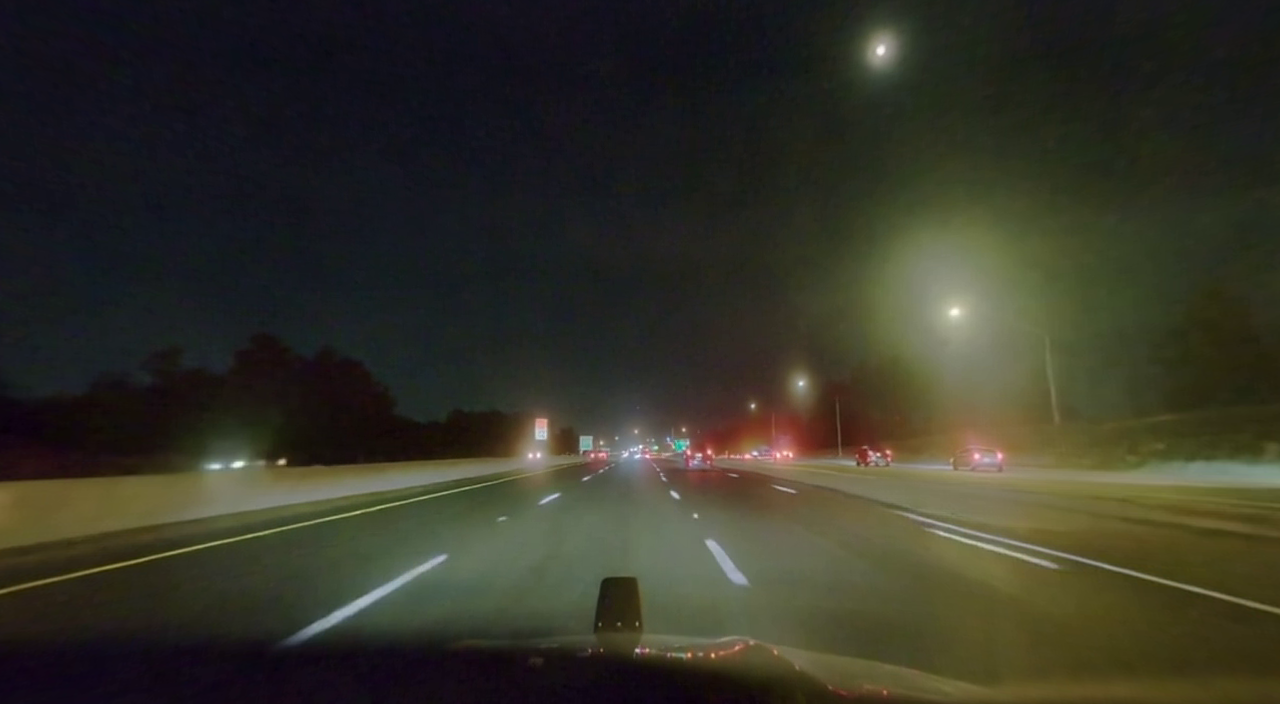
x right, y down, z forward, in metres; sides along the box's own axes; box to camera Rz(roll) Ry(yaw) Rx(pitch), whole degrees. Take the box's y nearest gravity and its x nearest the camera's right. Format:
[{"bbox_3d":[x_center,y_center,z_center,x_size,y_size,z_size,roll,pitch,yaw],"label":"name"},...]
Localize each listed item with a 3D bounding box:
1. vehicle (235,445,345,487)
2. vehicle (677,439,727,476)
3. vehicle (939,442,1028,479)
[{"bbox_3d":[-14.116,4.590,25.744,1.865,1.533,4.476,0,-8,0],"label":"vehicle"},{"bbox_3d":[3.197,5.554,33.290,2.147,1.794,4.538,1,-8,0],"label":"vehicle"},{"bbox_3d":[17.932,5.658,33.185,2.116,1.754,4.727,0,-9,2],"label":"vehicle"}]
